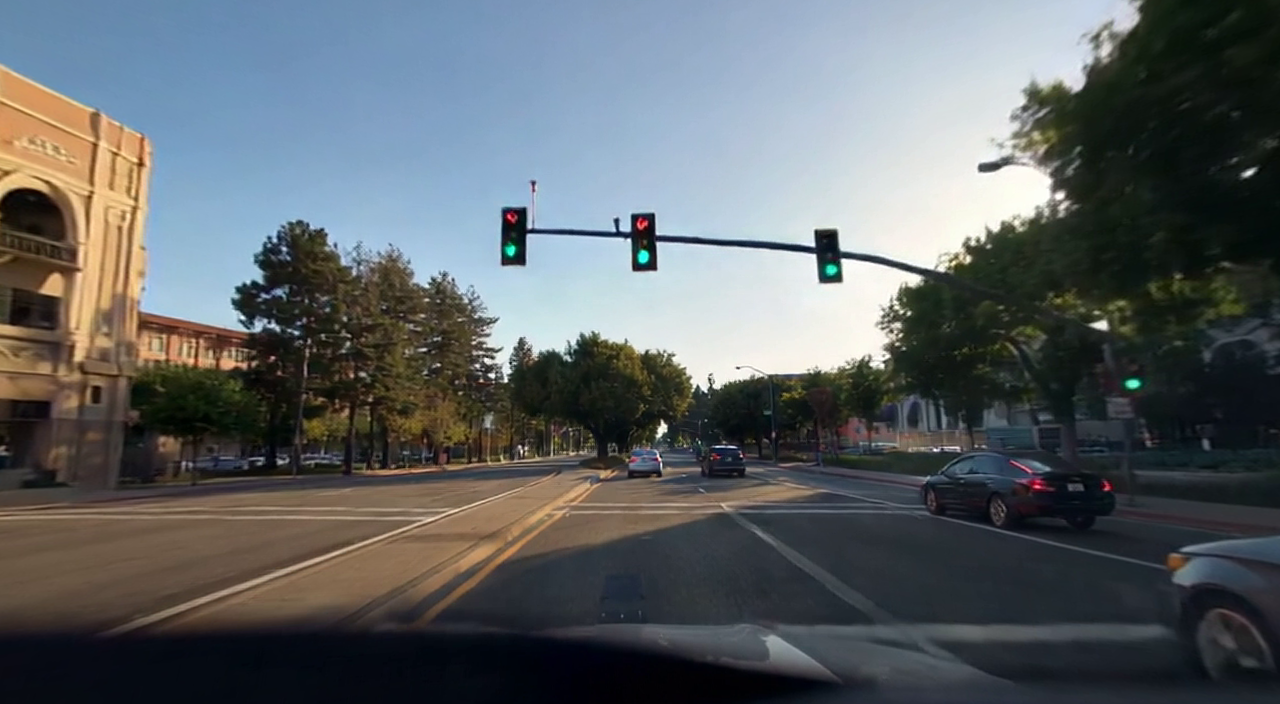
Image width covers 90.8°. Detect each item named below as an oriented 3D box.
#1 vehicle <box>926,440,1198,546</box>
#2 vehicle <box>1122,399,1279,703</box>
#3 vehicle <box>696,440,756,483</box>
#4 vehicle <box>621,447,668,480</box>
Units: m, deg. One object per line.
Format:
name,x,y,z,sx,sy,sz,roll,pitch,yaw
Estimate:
vehicle,7.025,2.360,11.234,1.868,1.472,4.274,1,-9,0
vehicle,3.791,0.809,1.693,1.937,1.538,3.832,0,-9,0
vehicle,3.784,4.917,28.650,2.036,1.757,4.300,0,-9,-1
vehicle,0.216,5.253,29.951,2.054,1.446,3.969,0,-9,1
